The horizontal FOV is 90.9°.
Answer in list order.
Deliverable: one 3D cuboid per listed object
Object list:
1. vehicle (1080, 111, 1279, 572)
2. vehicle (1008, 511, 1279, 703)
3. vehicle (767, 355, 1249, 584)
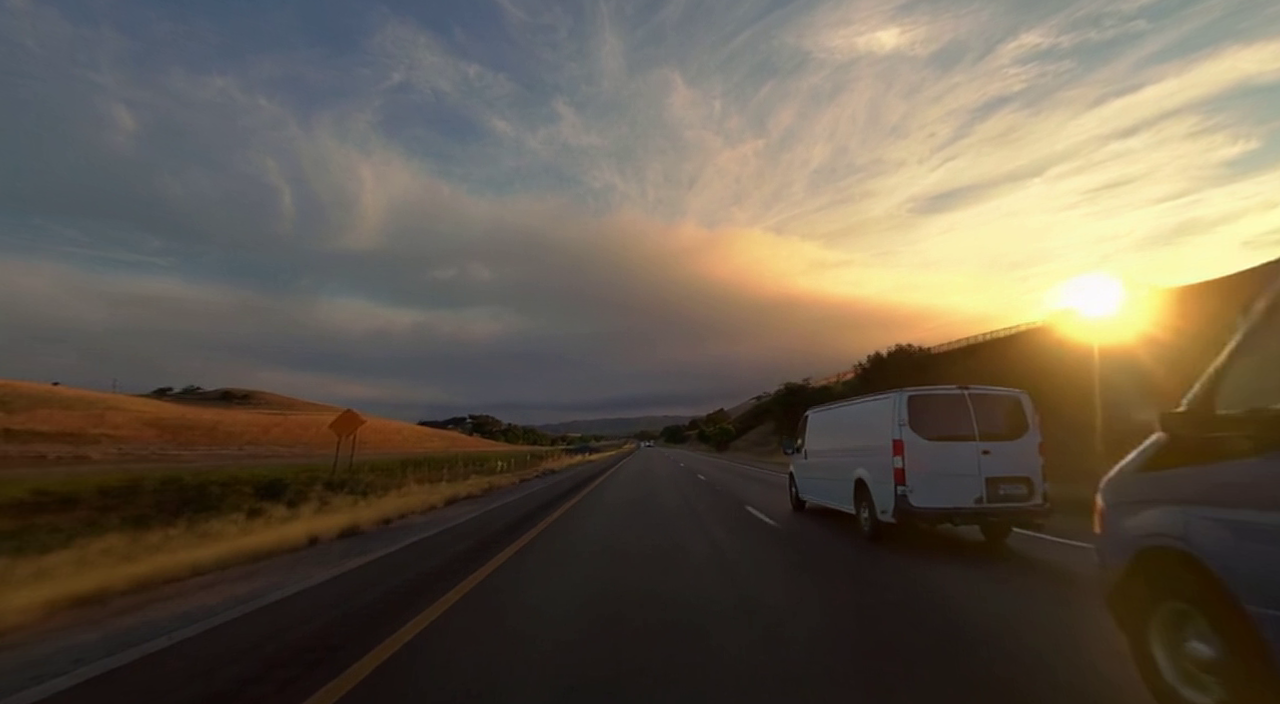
[{"bbox_3d":[4.099,-0.267,1.211,2.444,2.053,5.616,0,-8,0],"label":"vehicle"},{"bbox_3d":[4.014,1.140,1.448,2.702,0.824,6.391,0,-8,2],"label":"vehicle"},{"bbox_3d":[4.033,1.569,9.417,2.686,2.043,7.449,0,-8,0],"label":"vehicle"}]
